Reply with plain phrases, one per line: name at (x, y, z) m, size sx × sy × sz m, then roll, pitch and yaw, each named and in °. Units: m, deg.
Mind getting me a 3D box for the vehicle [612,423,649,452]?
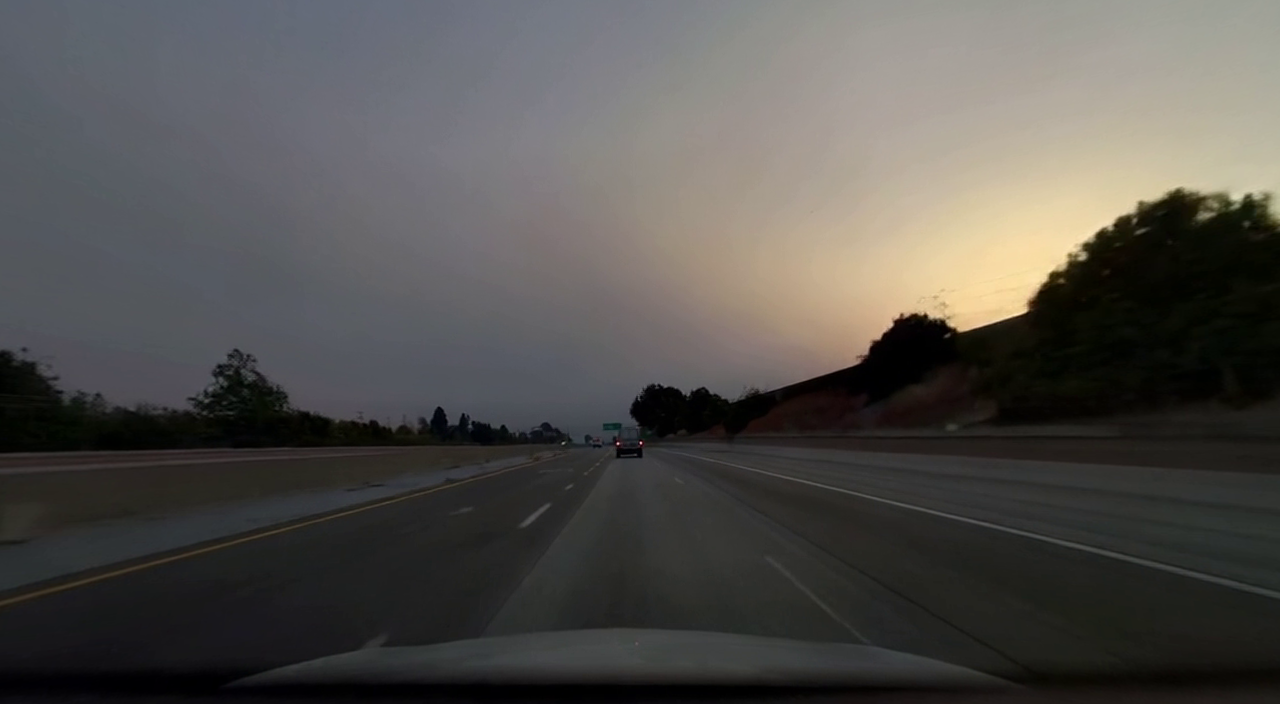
vehicle at (-0.662, 5.283, 38.832) m, size 2.157 × 1.647 × 4.524 m, roll 0°, pitch -8°, yaw -3°
